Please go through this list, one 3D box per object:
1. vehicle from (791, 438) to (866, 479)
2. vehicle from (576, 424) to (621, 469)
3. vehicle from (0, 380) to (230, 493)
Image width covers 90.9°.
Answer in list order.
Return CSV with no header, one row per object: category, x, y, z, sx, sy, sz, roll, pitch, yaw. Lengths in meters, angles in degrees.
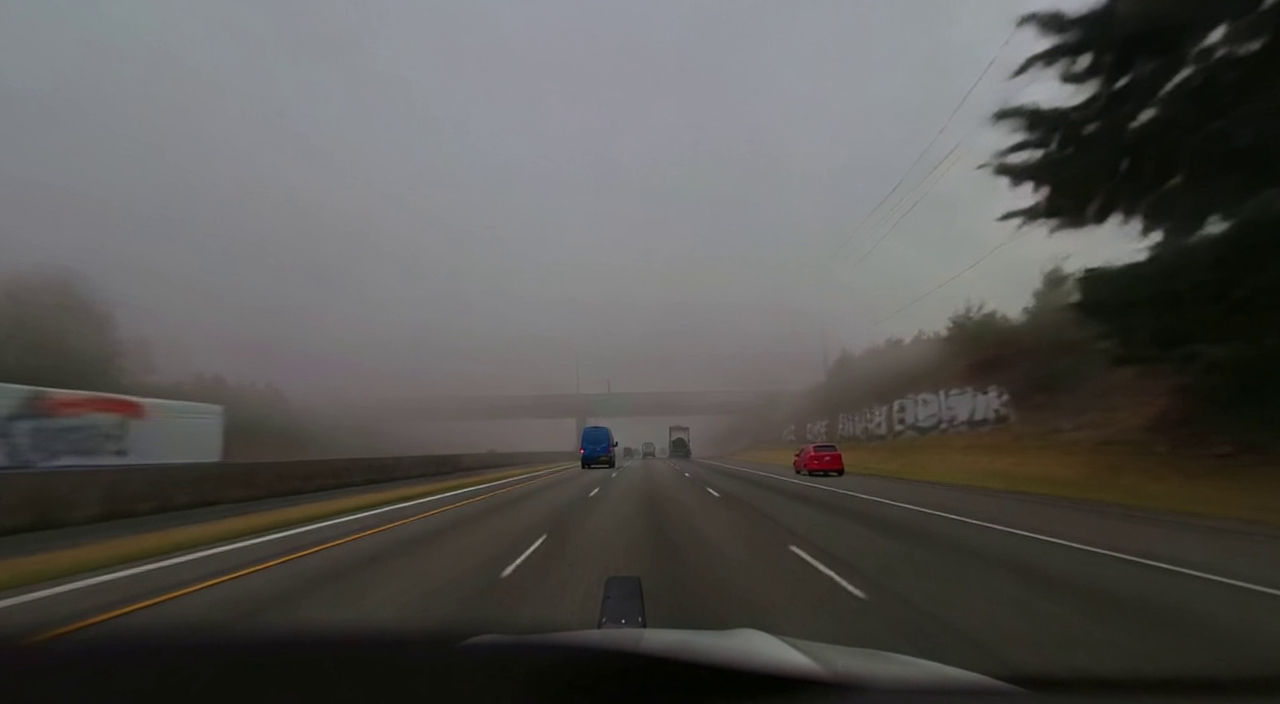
vehicle,8.164,4.661,27.695,1.936,1.664,4.198,0,-9,0
vehicle,-2.541,6.069,40.299,2.451,2.627,5.868,0,-9,0
vehicle,-19.774,3.227,23.638,3.267,3.506,7.908,0,-9,1
